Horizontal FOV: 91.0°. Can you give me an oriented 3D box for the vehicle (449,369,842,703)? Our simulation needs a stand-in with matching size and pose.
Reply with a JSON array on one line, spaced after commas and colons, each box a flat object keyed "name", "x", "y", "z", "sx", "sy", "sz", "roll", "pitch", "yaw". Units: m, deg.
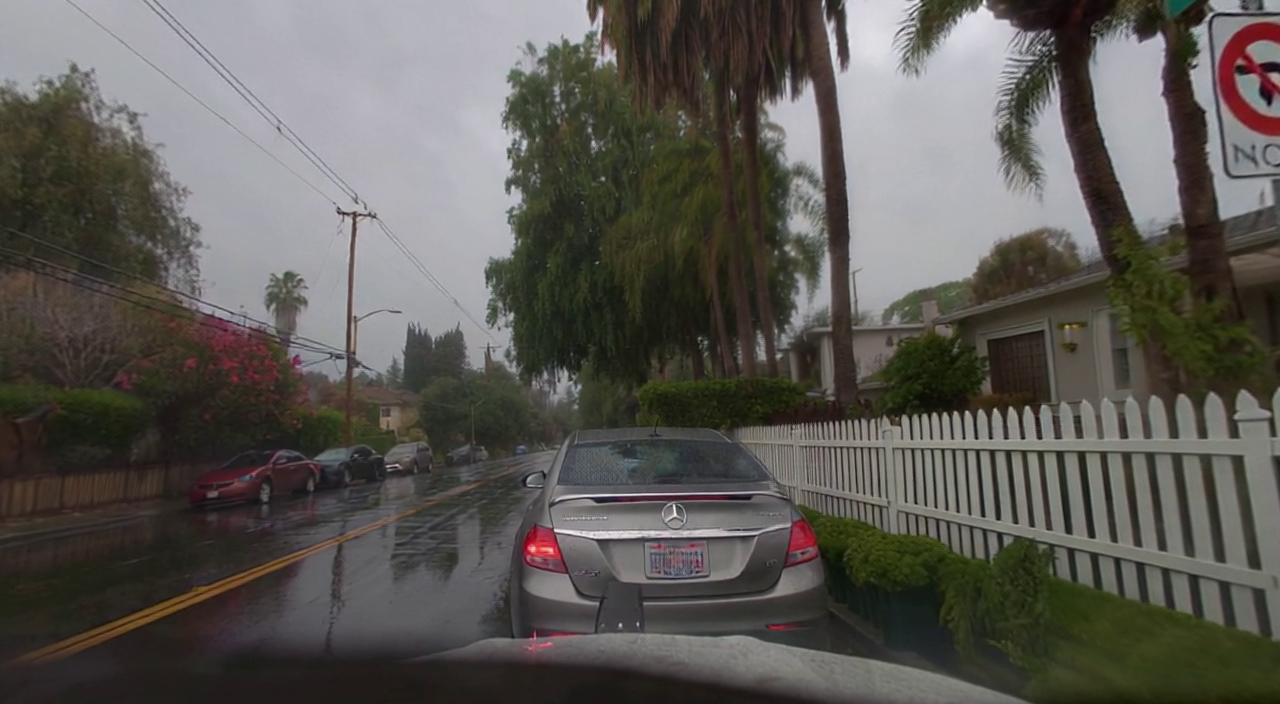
[{"name": "vehicle", "x": -0.131, "y": 1.211, "z": 4.995, "sx": 1.894, "sy": 1.695, "sz": 3.795, "roll": 1, "pitch": -8, "yaw": -6}]

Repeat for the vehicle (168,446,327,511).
[{"name": "vehicle", "x": -11.384, "y": 3.648, "z": 18.804, "sx": 2.017, "sy": 1.627, "sz": 5.039, "roll": 1, "pitch": -8, "yaw": -7}]

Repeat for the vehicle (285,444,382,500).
[{"name": "vehicle", "x": -12.131, "y": 4.703, "z": 25.284, "sx": 2.048, "sy": 1.485, "sz": 4.757, "roll": -4, "pitch": -4, "yaw": -8}]

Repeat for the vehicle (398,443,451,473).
[{"name": "vehicle", "x": -13.132, "y": 6.461, "z": 38.685, "sx": 2.060, "sy": 1.689, "sz": 4.999, "roll": 1, "pitch": -8, "yaw": -7}]
